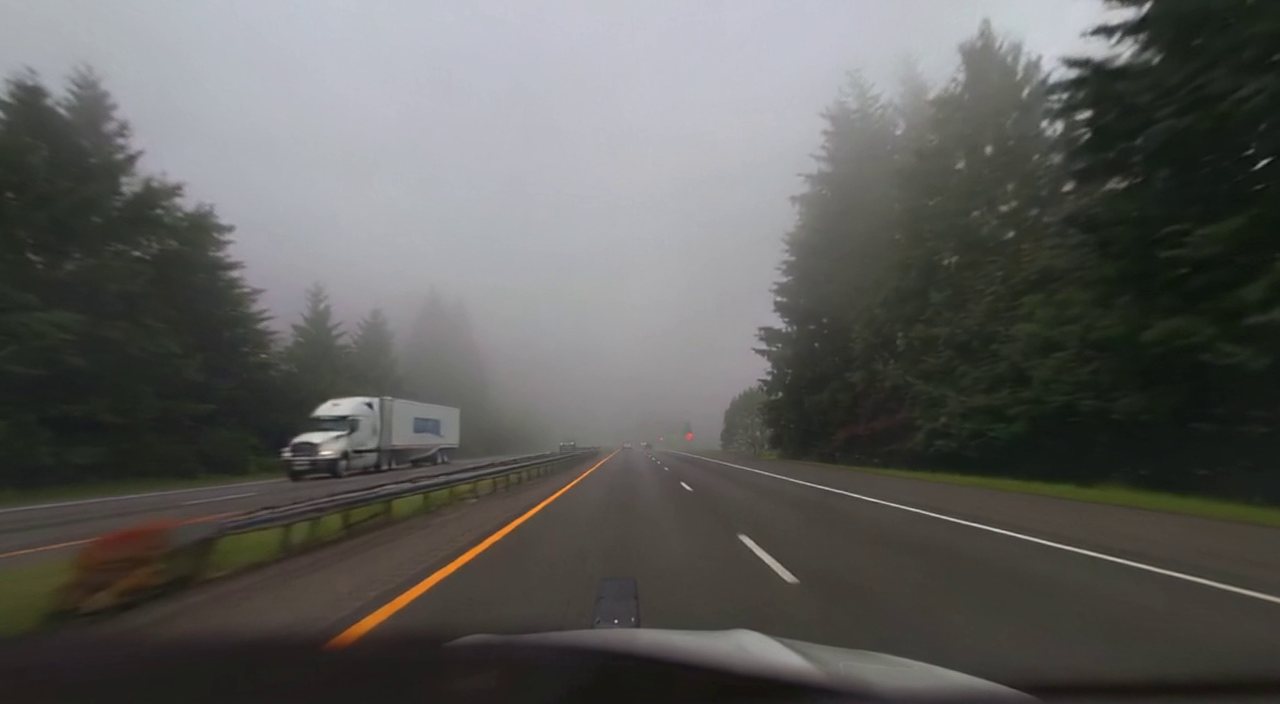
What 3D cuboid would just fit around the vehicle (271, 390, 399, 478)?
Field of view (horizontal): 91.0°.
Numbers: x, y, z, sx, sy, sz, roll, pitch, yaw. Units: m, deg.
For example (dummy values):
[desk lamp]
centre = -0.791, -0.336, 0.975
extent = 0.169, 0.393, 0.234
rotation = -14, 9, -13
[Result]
[vehicle]
centre = -14.173, 3.920, 29.943
extent = 2.960, 3.712, 6.112
rotation = 0, -8, 0
